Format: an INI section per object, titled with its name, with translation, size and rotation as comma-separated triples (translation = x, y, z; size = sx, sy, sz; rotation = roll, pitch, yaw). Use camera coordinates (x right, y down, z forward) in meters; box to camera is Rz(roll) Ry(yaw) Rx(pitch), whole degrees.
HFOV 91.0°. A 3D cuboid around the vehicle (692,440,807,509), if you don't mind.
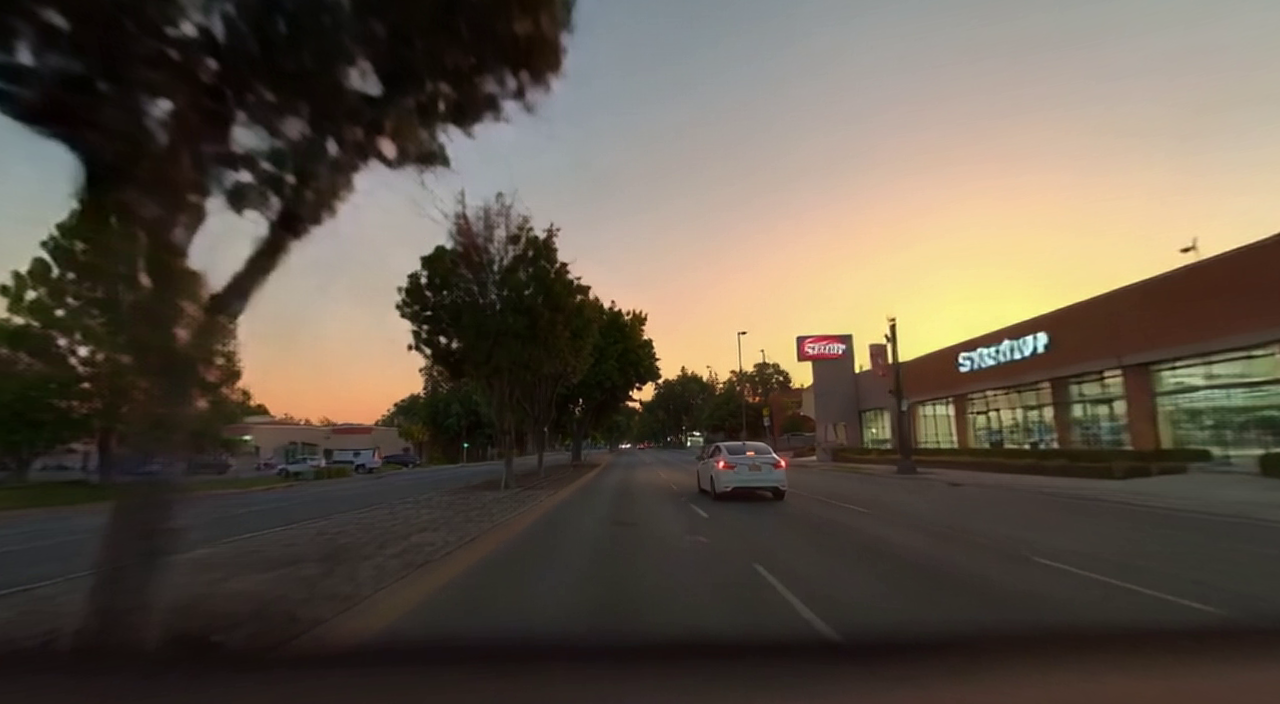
[vehicle]
translation = 2.566, 2.997, 15.937
size = 2.015, 1.479, 4.444
rotation = 0, -9, -1
